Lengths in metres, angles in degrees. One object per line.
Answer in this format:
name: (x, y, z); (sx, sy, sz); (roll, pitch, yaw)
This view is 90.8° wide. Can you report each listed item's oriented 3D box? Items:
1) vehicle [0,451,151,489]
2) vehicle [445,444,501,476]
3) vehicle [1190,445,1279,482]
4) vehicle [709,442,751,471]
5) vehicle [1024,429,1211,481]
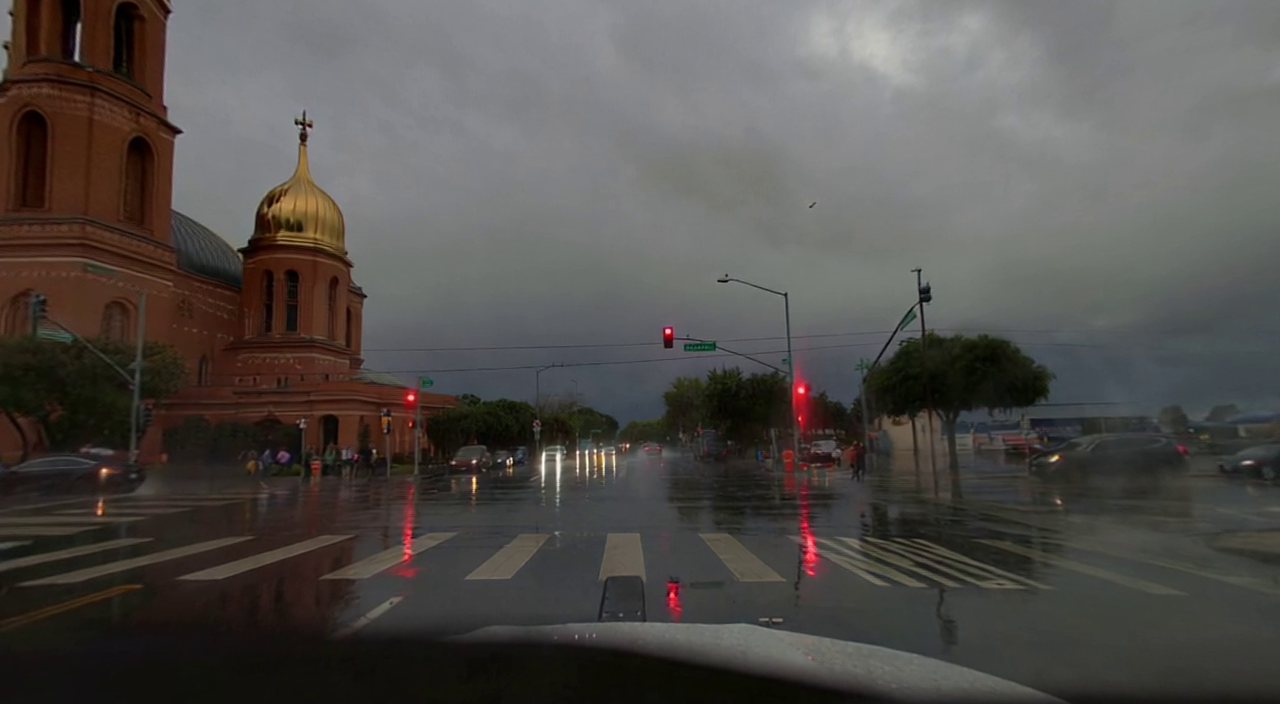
vehicle: (-23.337, 4.862, 26.214); (4.479, 1.476, 1.873); (0, -8, 1)
vehicle: (-10.215, 6.608, 38.946); (2.076, 1.876, 4.669); (0, -8, 1)
vehicle: (26.392, 4.673, 26.660); (4.561, 1.475, 1.850); (0, -8, 0)
vehicle: (5.841, 6.851, 41.489); (1.969, 1.776, 4.329); (0, -8, -1)
vehicle: (19.884, 4.291, 26.541); (5.852, 2.057, 2.361); (0, -8, 0)
